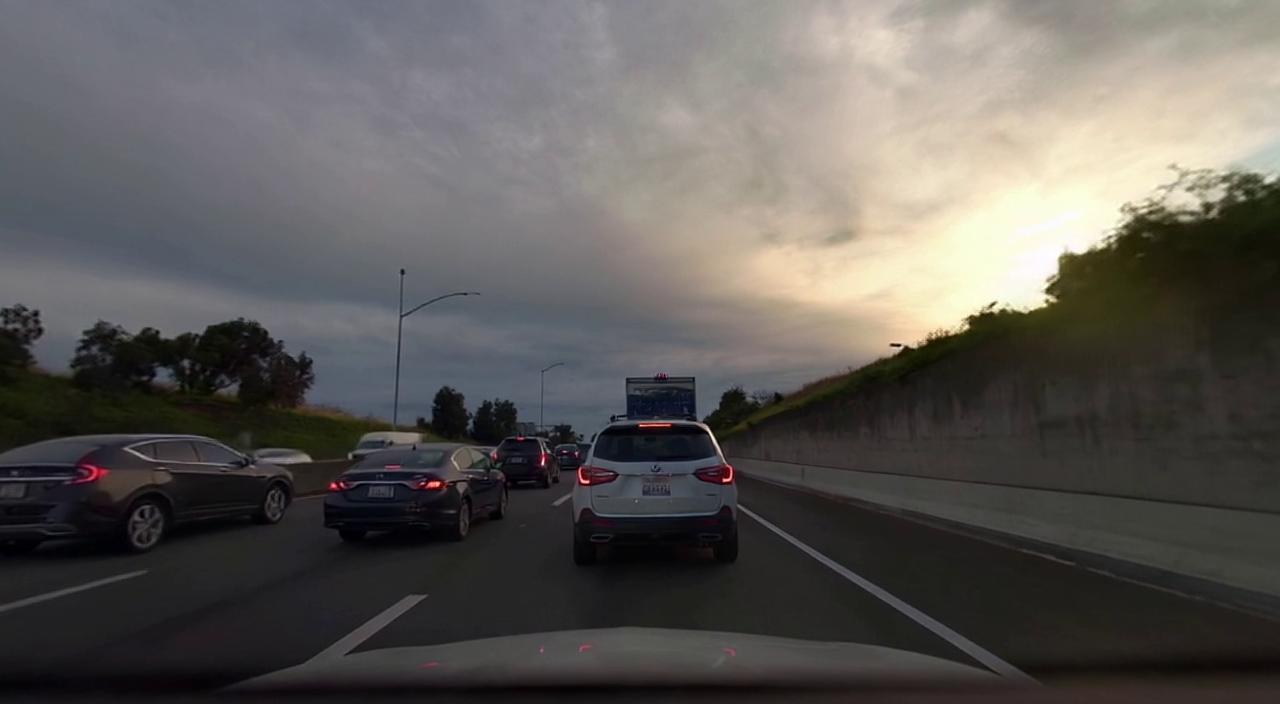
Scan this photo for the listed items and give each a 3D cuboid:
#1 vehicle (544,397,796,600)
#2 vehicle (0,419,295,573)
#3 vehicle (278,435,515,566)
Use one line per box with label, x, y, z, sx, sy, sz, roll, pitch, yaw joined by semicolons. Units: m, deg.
vehicle;0.221;1.699;8.275;2.210;1.760;5.303;0;-9;-1
vehicle;-7.471;1.975;9.418;1.986;1.700;4.558;0;-9;1
vehicle;-3.246;2.048;9.404;1.917;1.506;3.949;0;-9;1
